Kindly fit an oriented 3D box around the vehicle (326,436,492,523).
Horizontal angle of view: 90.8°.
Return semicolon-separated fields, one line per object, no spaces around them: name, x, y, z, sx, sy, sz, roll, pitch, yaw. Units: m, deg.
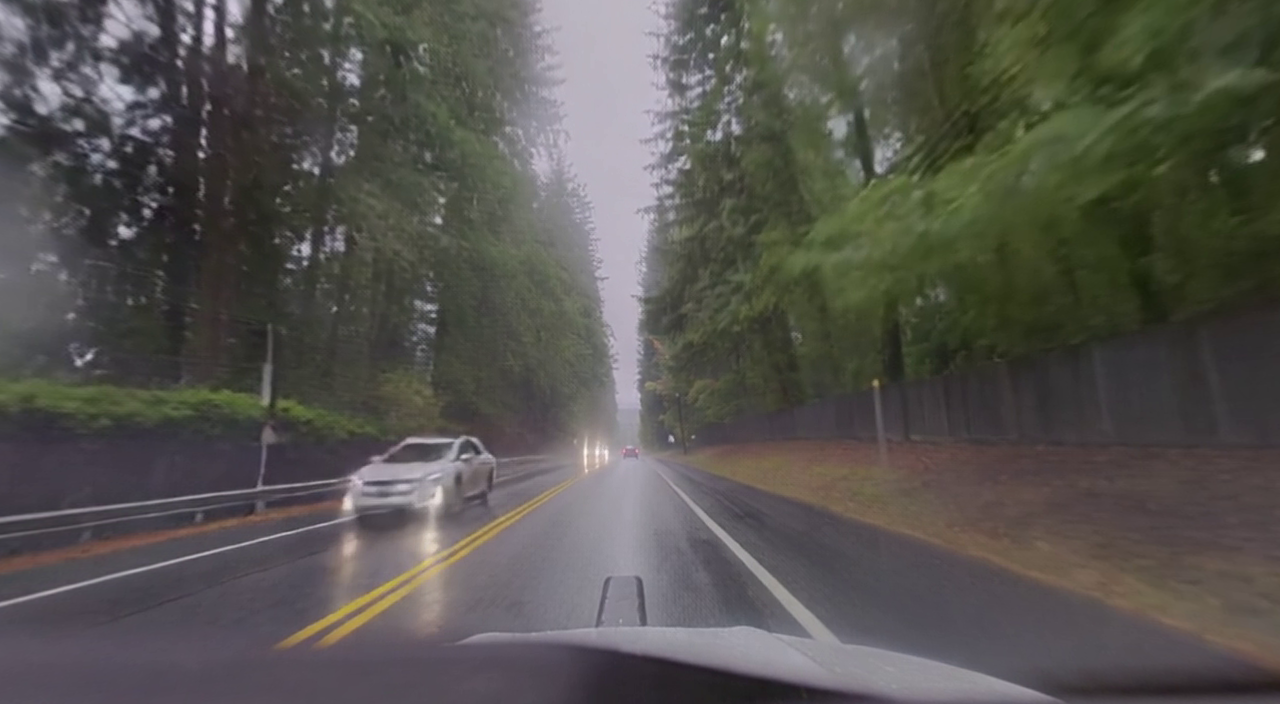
vehicle;-5.064;2.851;14.709;2.129;1.664;4.528;0;-9;0
